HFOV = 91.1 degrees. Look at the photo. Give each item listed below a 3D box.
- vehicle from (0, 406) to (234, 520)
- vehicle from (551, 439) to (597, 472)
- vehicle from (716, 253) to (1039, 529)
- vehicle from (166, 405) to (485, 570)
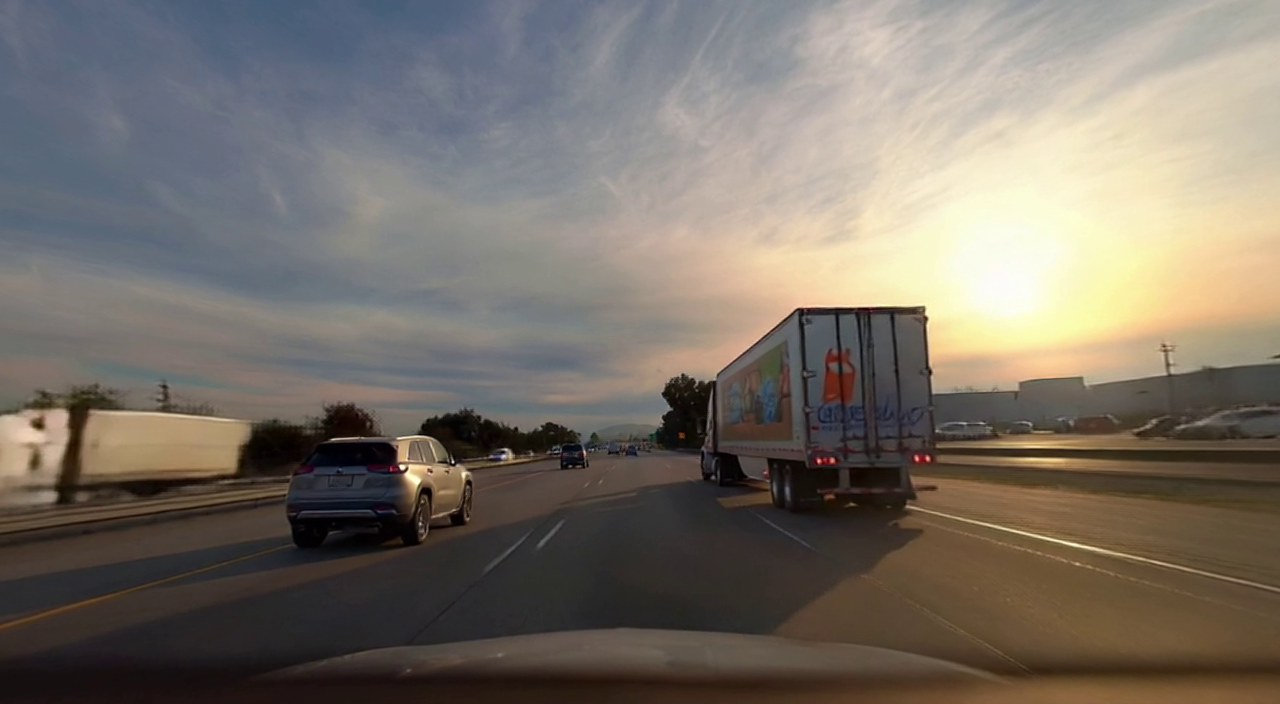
[{"bbox_3d":[-20.791,4.280,24.948,2.989,3.617,9.459,0,-9,0],"label":"vehicle"},{"bbox_3d":[-3.623,5.800,35.346,2.139,1.716,4.530,0,-9,0],"label":"vehicle"},{"bbox_3d":[4.394,1.580,16.518,2.998,4.236,13.886,0,-9,0],"label":"vehicle"},{"bbox_3d":[-3.967,1.811,9.139,2.202,1.760,4.617,0,-9,0],"label":"vehicle"}]
